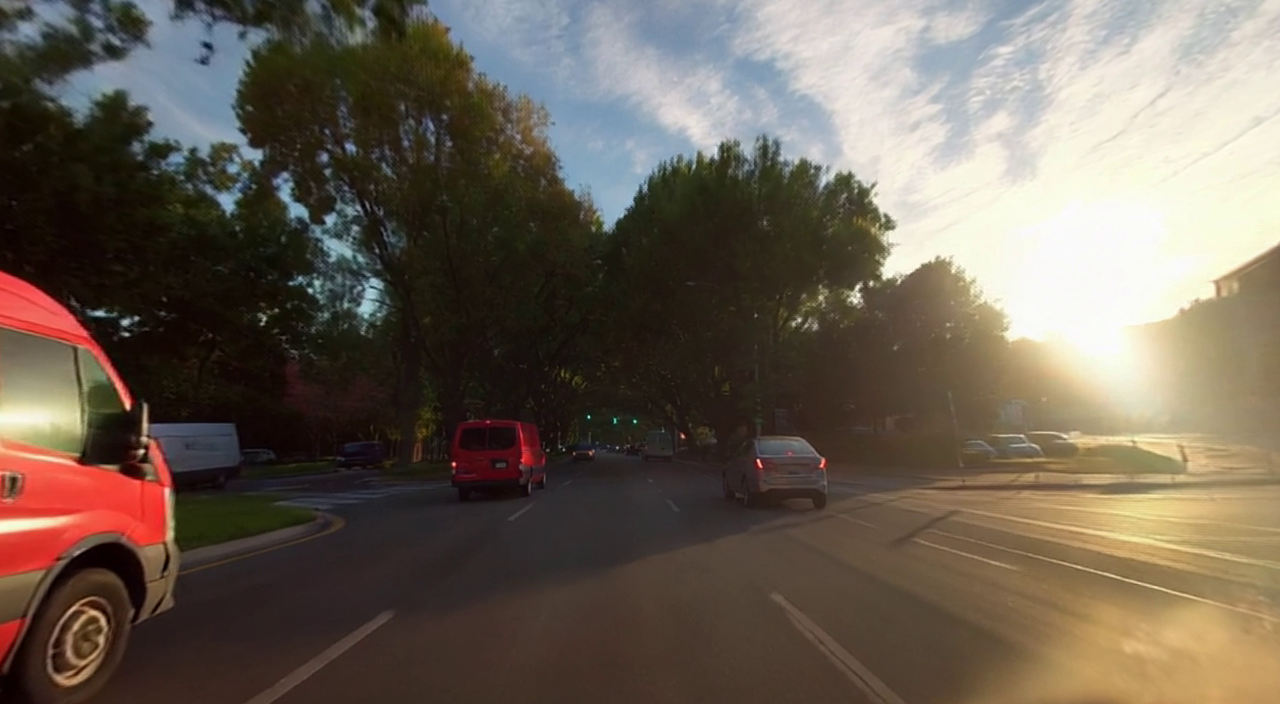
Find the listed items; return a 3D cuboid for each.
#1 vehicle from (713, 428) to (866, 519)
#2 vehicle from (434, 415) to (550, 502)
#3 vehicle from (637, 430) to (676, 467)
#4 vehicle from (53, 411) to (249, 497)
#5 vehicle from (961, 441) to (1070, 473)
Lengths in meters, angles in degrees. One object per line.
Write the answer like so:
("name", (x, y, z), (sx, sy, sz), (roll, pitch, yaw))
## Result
("vehicle", (3.030, 2.595, 14.006), (2.087, 1.658, 4.612), (0, -9, -2))
("vehicle", (-4.138, 3.095, 18.617), (2.420, 2.227, 4.499), (0, -9, -1))
("vehicle", (1.176, 7.269, 47.661), (2.397, 2.566, 5.324), (0, -9, -4))
("vehicle", (-23.181, 4.939, 30.840), (2.883, 3.560, 8.400), (0, -9, -1))
("vehicle", (18.171, 5.076, 30.633), (4.210, 1.480, 1.922), (1, -9, -11))
